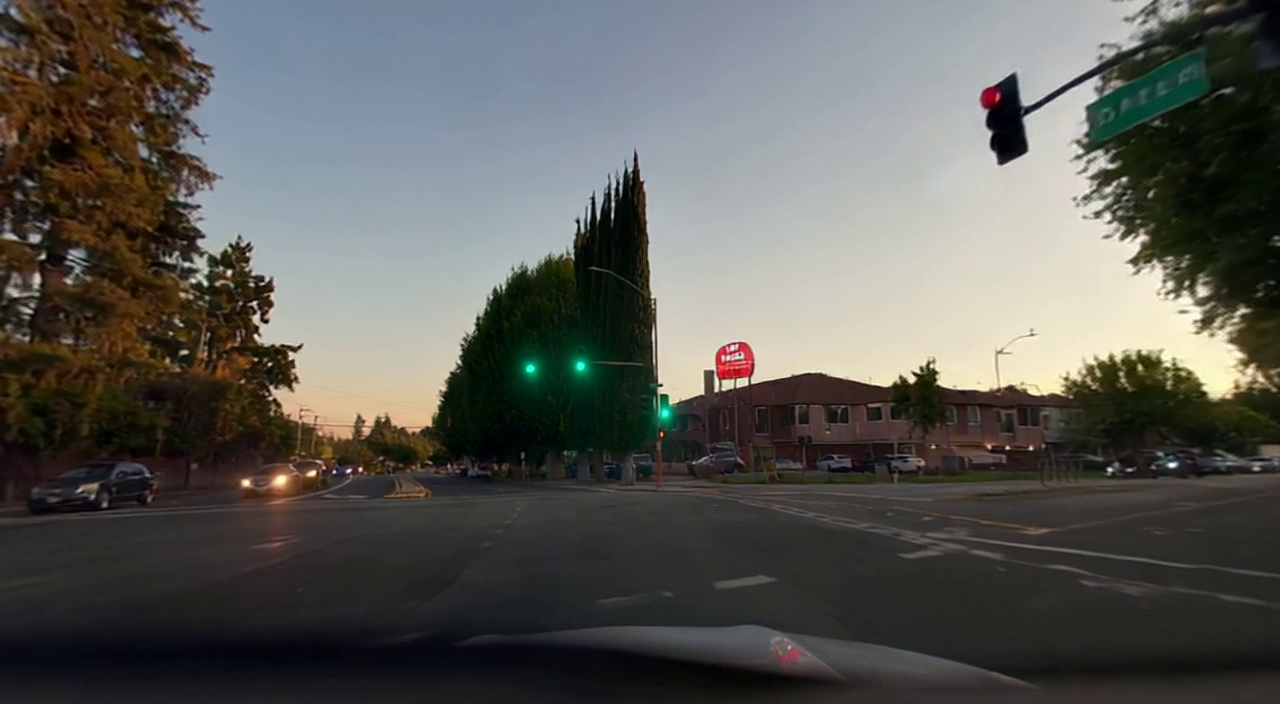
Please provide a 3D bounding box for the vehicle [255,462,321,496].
[{"bbox_3d":[-17.829,6.414,32.164,1.961,1.492,4.702,3,-9,-18],"label":"vehicle"}]

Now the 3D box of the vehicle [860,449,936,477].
[{"bbox_3d":[17.125,7.317,41.825,4.530,1.696,1.979,4,-9,-24],"label":"vehicle"}]

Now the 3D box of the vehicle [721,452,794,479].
[{"bbox_3d":[7.904,7.588,42.457,4.375,1.685,2.045,3,-9,-22],"label":"vehicle"}]

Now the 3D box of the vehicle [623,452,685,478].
[{"bbox_3d":[1.109,8.589,48.138,4.669,1.770,1.896,7,-11,-39],"label":"vehicle"}]

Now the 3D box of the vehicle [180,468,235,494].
[{"bbox_3d":[-29.421,8.757,42.997,1.842,1.474,4.712,3,-9,-19],"label":"vehicle"}]

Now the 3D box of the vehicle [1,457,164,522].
[{"bbox_3d":[-18.419,4.485,21.207,2.124,1.793,4.709,2,-9,-15],"label":"vehicle"}]

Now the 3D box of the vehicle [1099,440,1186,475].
[{"bbox_3d":[28.414,5.910,35.603,4.781,1.849,2.355,6,-10,-34],"label":"vehicle"}]
